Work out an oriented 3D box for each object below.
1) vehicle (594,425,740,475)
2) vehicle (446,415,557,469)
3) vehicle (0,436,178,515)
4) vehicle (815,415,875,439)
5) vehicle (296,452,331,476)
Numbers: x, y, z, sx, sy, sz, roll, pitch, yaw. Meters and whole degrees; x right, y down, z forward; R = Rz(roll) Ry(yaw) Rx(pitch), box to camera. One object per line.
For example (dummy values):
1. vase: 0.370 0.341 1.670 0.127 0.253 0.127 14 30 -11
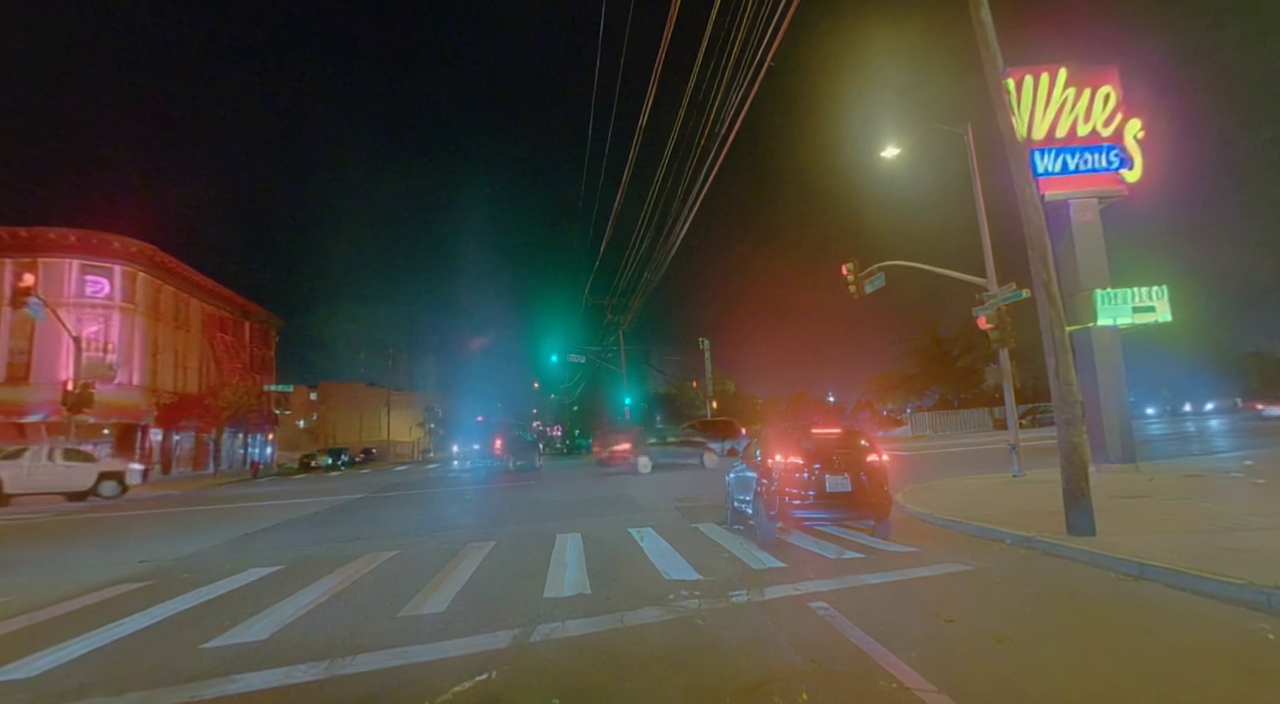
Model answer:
1. vehicle: 0.899 3.125 20.375 4.433 1.453 1.804 5 -10 -30
2. vehicle: -5.434 3.699 25.790 2.081 1.938 5.603 -2 -9 14
3. vehicle: -14.295 2.997 15.632 4.292 1.761 2.105 5 -10 -30
4. vehicle: 16.056 5.833 49.446 4.589 1.730 1.801 3 -10 -31
5. vehicle: -23.428 7.980 45.237 1.942 1.413 4.229 4 -7 -30
